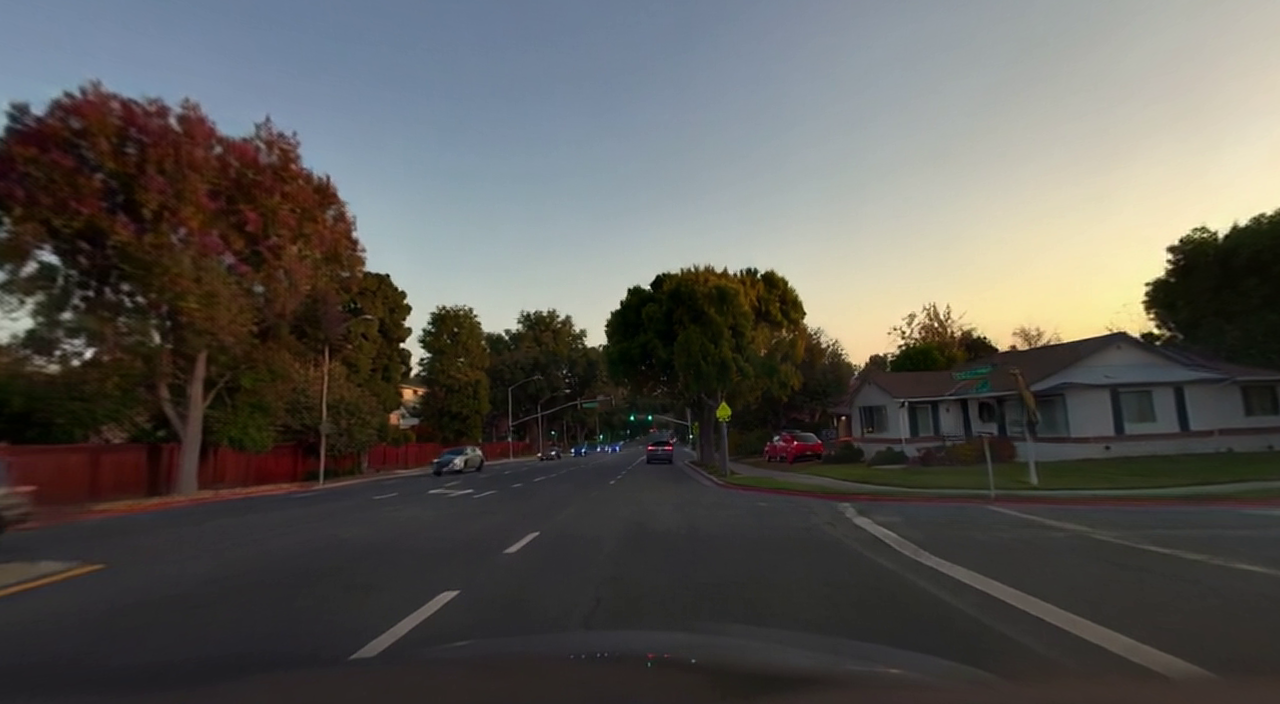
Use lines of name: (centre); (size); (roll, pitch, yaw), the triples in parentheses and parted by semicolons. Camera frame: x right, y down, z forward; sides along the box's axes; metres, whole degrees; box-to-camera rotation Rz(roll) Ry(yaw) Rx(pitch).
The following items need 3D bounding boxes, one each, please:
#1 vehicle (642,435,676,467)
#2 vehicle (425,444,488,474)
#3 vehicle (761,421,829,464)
vehicle: (1.217, 6.412, 40.961); (2.059, 1.908, 4.714); (0, -8, 1)
vehicle: (-11.688, 6.821, 40.482); (2.397, 1.802, 4.855); (-1, -8, 3)
vehicle: (8.979, 5.363, 37.199); (2.531, 2.263, 6.802); (-1, -8, 2)
